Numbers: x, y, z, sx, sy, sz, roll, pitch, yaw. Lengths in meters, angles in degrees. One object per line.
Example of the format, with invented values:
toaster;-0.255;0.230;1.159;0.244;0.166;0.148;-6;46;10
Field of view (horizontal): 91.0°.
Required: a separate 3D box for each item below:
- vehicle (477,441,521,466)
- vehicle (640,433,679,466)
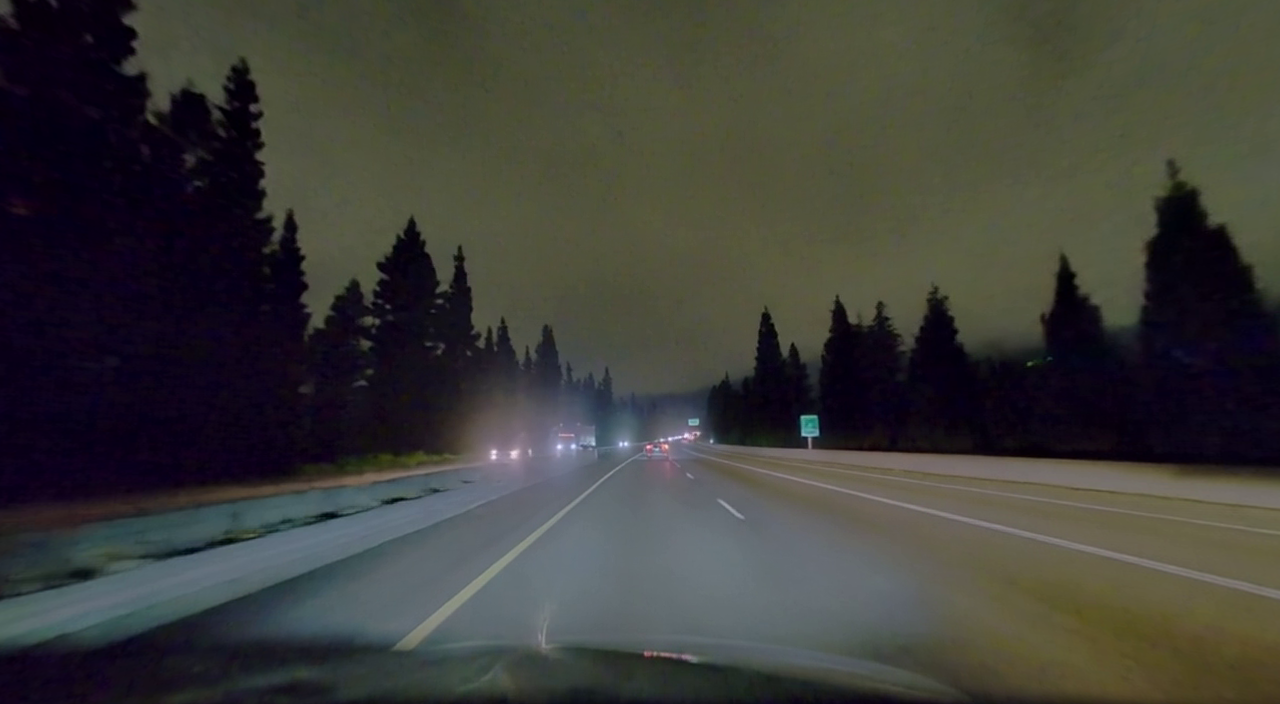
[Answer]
vehicle;-9.283;6.703;41.748;1.850;1.523;4.054;0;-8;1
vehicle;1.206;6.054;39.268;2.301;1.944;4.554;0;-8;2
